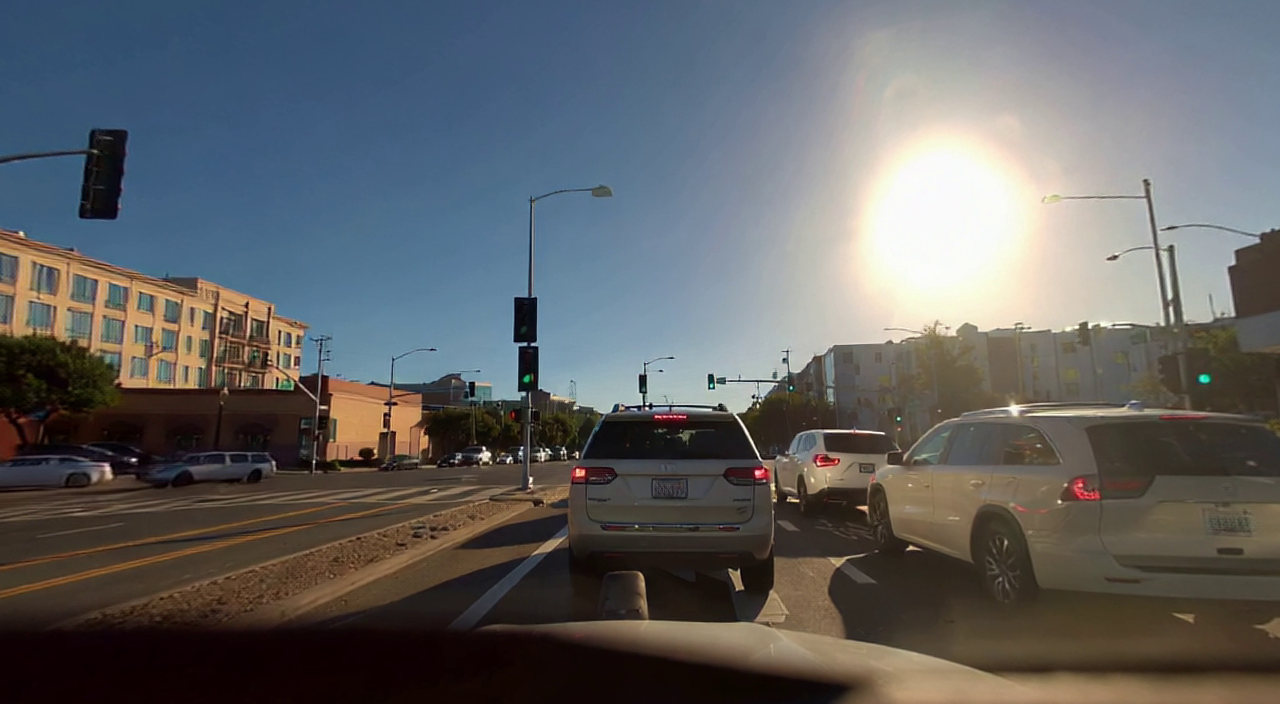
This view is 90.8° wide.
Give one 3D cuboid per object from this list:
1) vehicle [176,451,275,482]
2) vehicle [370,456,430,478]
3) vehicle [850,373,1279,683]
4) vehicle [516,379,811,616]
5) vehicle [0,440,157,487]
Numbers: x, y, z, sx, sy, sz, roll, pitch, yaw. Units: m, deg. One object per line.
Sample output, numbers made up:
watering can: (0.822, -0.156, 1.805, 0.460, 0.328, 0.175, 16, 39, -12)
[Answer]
vehicle: (-25.116, 6.917, 38.520, 4.744, 1.739, 2.089, 4, -10, -28)
vehicle: (-17.314, 8.308, 45.800, 1.864, 1.444, 4.255, -2, -9, 14)
vehicle: (3.576, 1.286, 5.695, 2.018, 1.701, 4.288, 0, -9, 2)
vehicle: (0.227, 1.465, 7.224, 2.292, 1.840, 4.394, 0, -9, 1)
vehicle: (-24.584, 4.840, 27.551, 5.062, 1.946, 2.243, 0, -9, -1)
